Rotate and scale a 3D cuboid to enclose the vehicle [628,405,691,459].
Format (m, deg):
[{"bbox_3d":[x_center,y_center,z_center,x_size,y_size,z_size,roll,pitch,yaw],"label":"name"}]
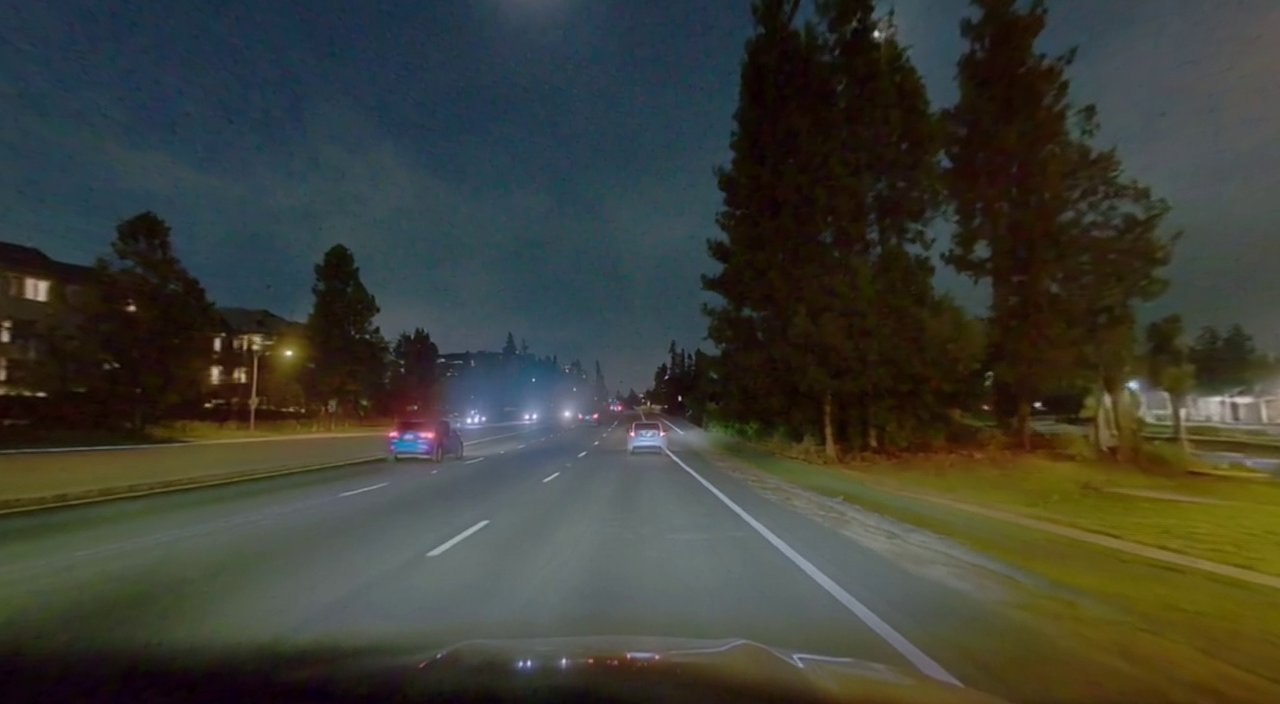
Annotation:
[{"bbox_3d":[0.688,3.064,23.836,2.125,1.830,4.370,0,-8,1],"label":"vehicle"}]

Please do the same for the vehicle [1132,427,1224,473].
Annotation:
[{"bbox_3d":[22.973,4.191,27.167,2.057,1.548,4.150,4,-6,27],"label":"vehicle"}]

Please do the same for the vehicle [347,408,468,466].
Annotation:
[{"bbox_3d":[-7.440,2.838,20.872,1.997,1.650,5.090,0,-8,1],"label":"vehicle"}]
